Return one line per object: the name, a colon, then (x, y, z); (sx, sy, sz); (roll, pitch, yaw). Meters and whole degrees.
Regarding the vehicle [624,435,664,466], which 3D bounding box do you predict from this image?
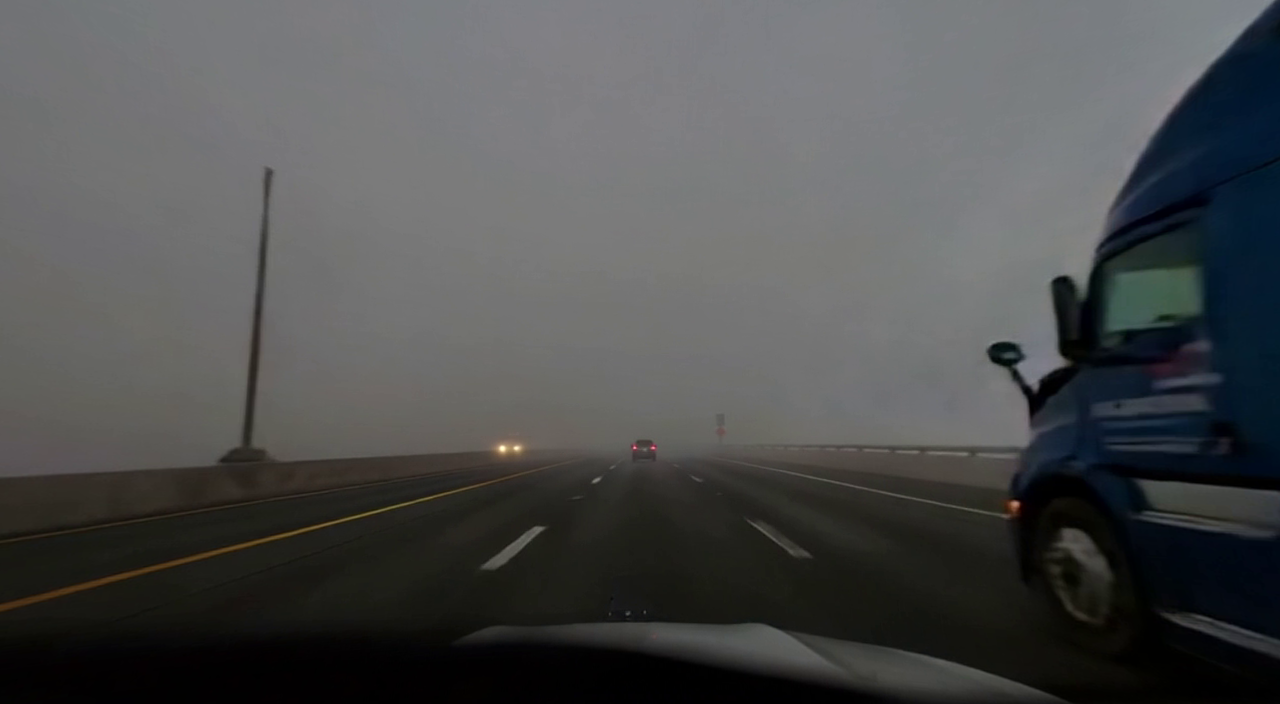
vehicle: (0.228, 5.619, 35.942); (2.111, 1.635, 4.177); (0, -8, 0)
